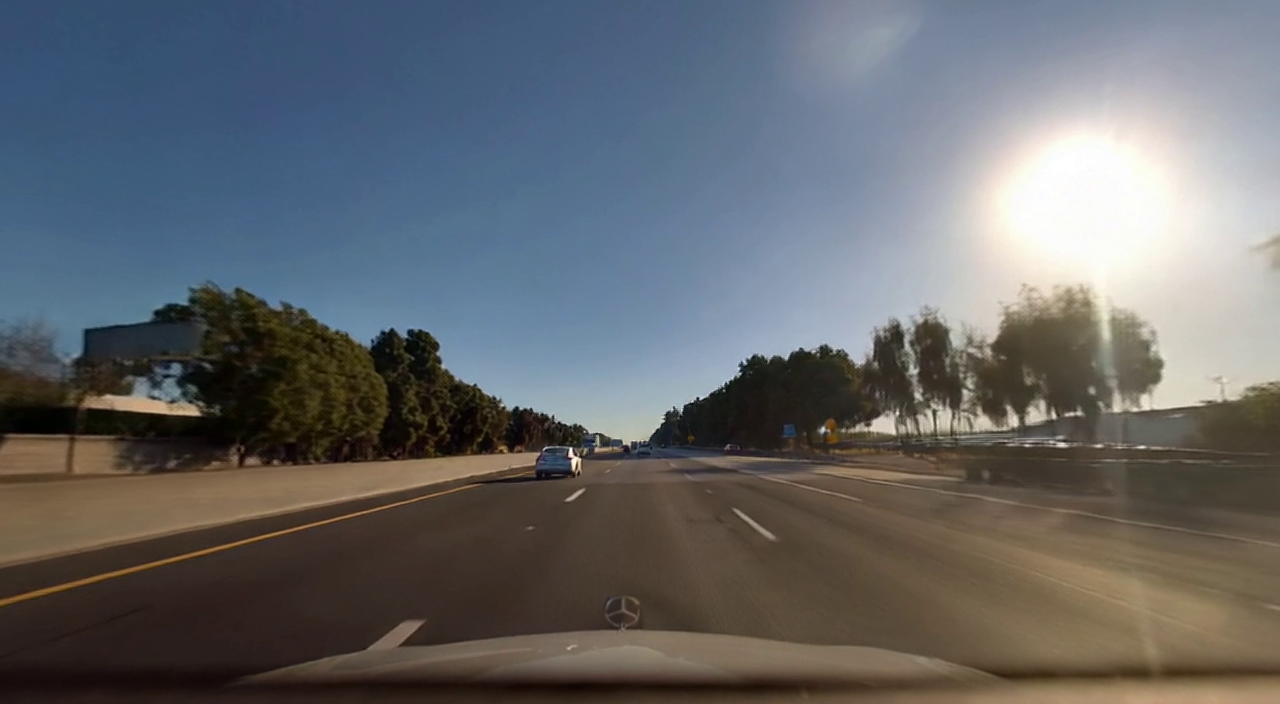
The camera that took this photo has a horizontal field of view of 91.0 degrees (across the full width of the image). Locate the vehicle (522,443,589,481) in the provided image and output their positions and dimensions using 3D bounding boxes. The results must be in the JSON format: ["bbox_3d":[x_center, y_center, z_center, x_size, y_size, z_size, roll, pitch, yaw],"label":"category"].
[{"bbox_3d":[-3.518,4.696,27.223,2.162,1.493,4.583,0,-9,1],"label":"vehicle"}]
